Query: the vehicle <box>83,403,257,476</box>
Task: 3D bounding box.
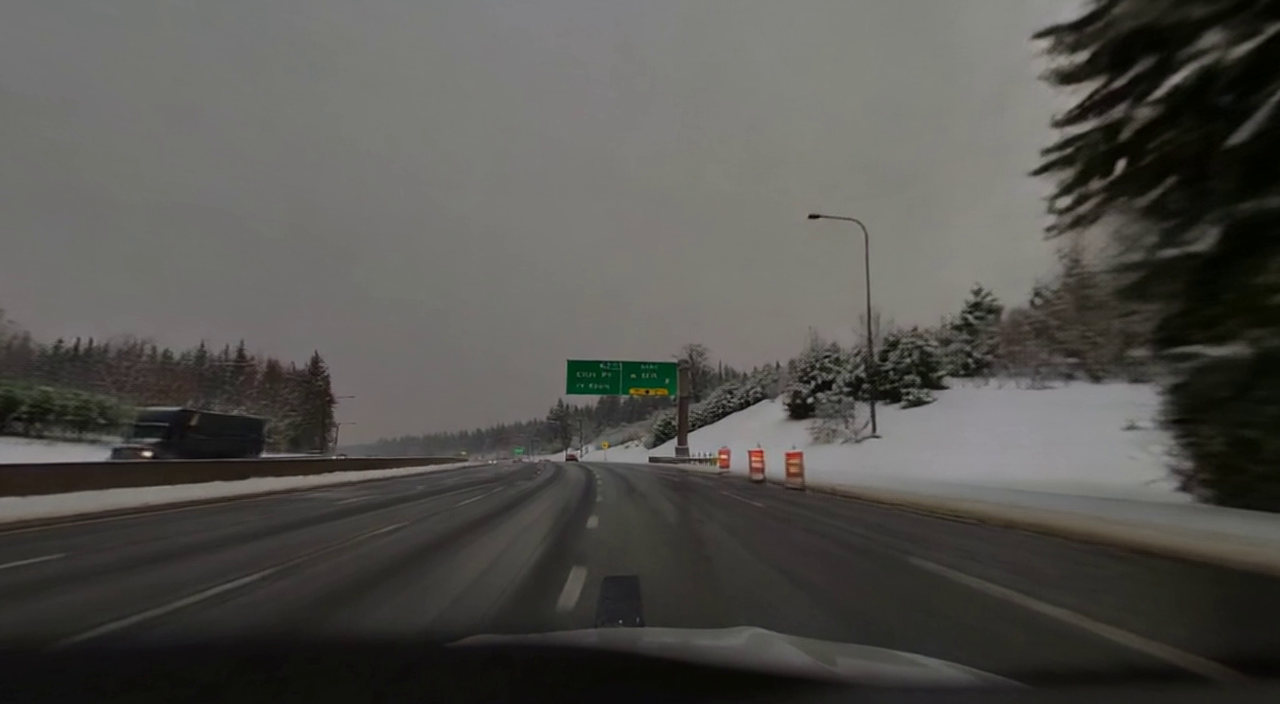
[{"bbox_3d":[-24.388,4.732,33.532,3.030,3.342,8.736,0,-9,-4],"label":"vehicle"}]
